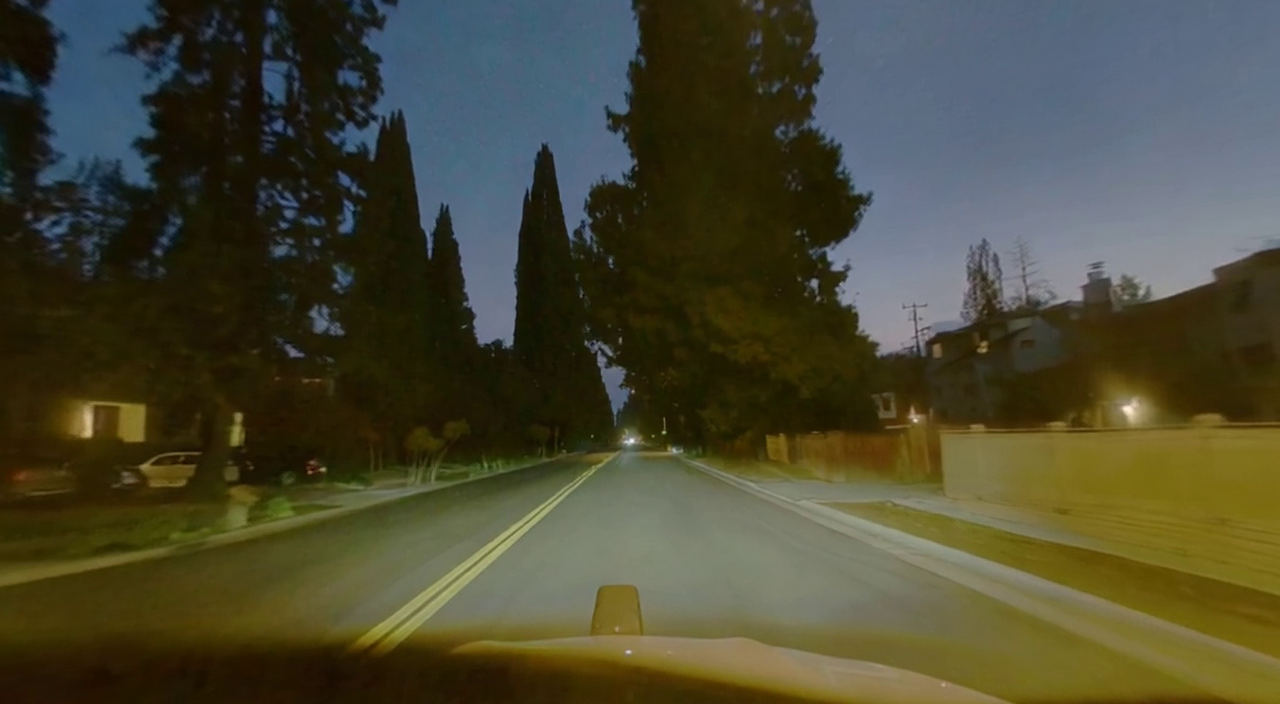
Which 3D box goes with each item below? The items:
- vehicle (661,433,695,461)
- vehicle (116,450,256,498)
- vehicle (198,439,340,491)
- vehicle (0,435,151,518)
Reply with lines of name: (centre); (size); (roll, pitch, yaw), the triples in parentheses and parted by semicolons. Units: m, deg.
vehicle: (2.669, 6.746, 45.083); (2.125, 1.861, 4.564); (0, -8, 0)
vehicle: (-15.528, 4.094, 21.601); (4.273, 1.459, 2.000); (-4, -9, 26)
vehicle: (-14.381, 4.320, 24.435); (5.275, 1.807, 2.279); (-5, -9, 29)
vehicle: (-14.980, 2.917, 15.001); (2.066, 1.852, 4.782); (-6, -10, 33)
